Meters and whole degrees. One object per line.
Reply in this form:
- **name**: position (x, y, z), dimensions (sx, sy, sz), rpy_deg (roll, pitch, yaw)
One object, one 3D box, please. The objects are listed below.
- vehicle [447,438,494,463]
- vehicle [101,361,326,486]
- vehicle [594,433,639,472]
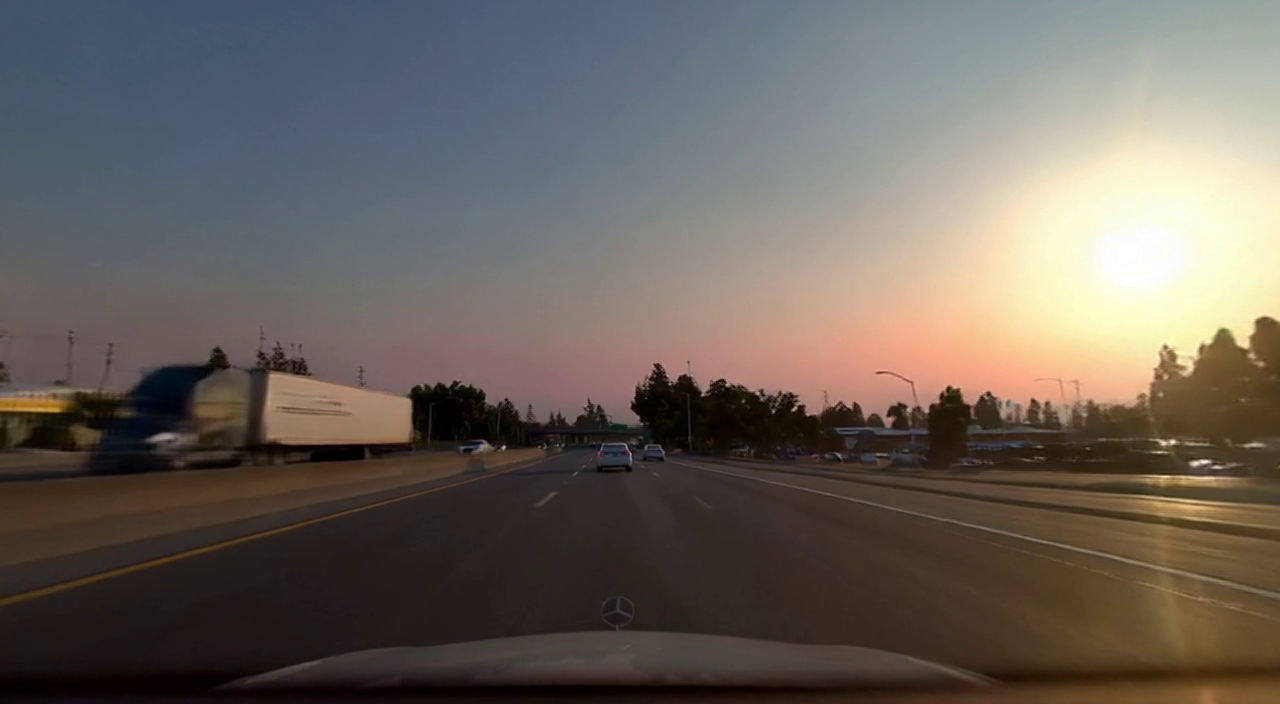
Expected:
- **vehicle**: position (-12.417, 7.257, 46.600), dimensions (2.084, 1.683, 5.021), rpy_deg (0, -9, 0)
- **vehicle**: position (-15.697, 2.876, 24.401), dimensions (3.062, 4.003, 8.152), rpy_deg (0, -9, -2)
- **vehicle**: position (-1.228, 5.273, 33.202), dimensions (2.155, 1.856, 4.796), rpy_deg (0, -9, -2)
